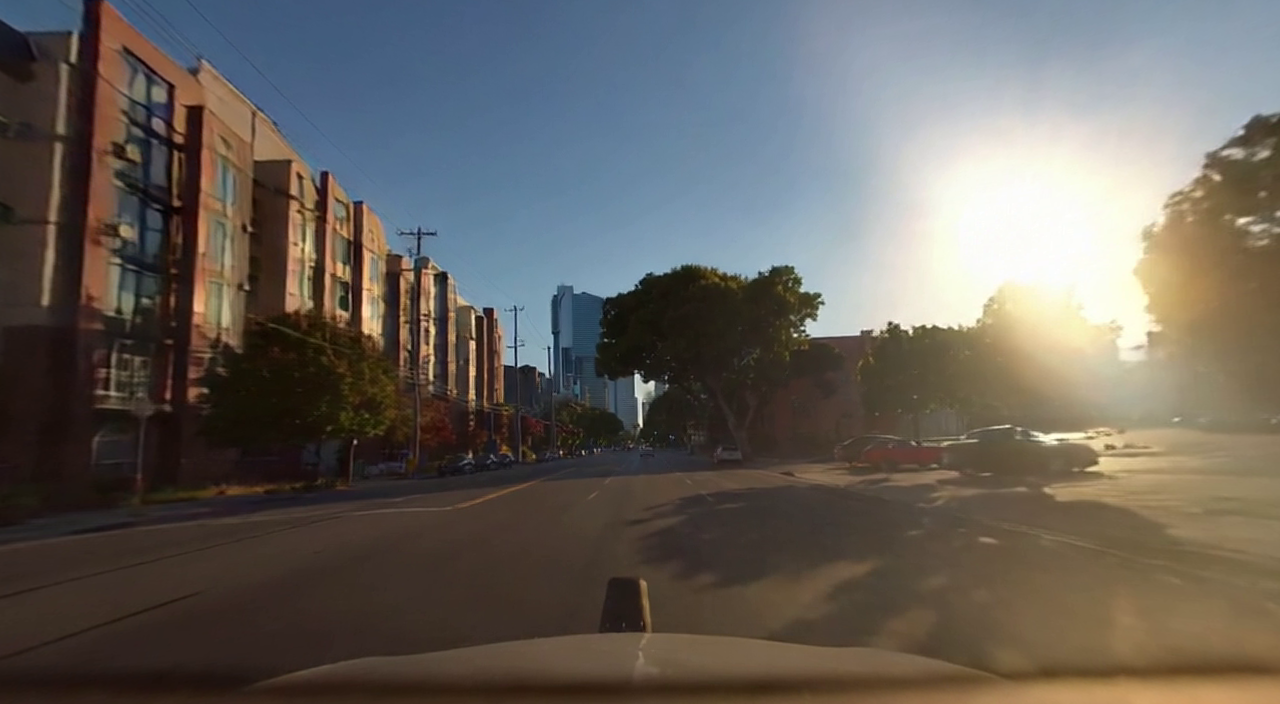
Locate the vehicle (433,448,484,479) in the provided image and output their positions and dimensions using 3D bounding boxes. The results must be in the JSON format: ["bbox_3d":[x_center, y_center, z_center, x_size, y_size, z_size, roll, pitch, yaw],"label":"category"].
[{"bbox_3d":[-11.756,7.251,40.996,1.979,1.759,4.435,-4,-8,1],"label":"vehicle"}]

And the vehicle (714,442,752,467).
[{"bbox_3d":[6.887,7.637,47.084,2.078,1.766,5.474,0,-8,1],"label":"vehicle"}]

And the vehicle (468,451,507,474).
[{"bbox_3d":[-11.618,8.446,48.075,1.876,1.502,4.506,-3,-9,-1],"label":"vehicle"}]

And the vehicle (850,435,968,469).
[{"bbox_3d":[13.097,4.917,30.844,4.833,1.554,2.085,-1,-8,2],"label":"vehicle"}]

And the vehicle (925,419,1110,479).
[{"bbox_3d":[13.080,3.409,22.085,5.015,1.934,2.150,-1,-9,3],"label":"vehicle"}]
